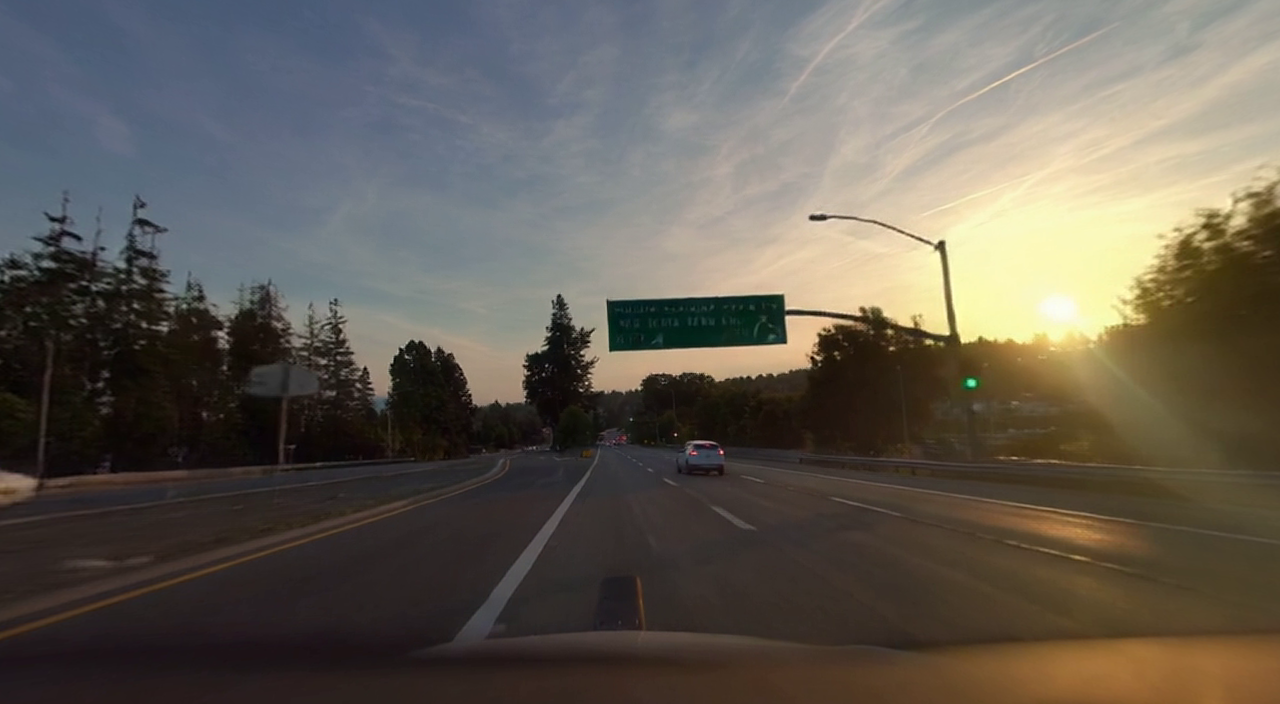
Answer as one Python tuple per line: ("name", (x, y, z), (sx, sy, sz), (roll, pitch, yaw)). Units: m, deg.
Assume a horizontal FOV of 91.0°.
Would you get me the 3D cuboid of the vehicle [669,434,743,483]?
("vehicle", (2.446, 4.098, 24.523), (2.066, 1.683, 4.675), (0, -9, -4))
